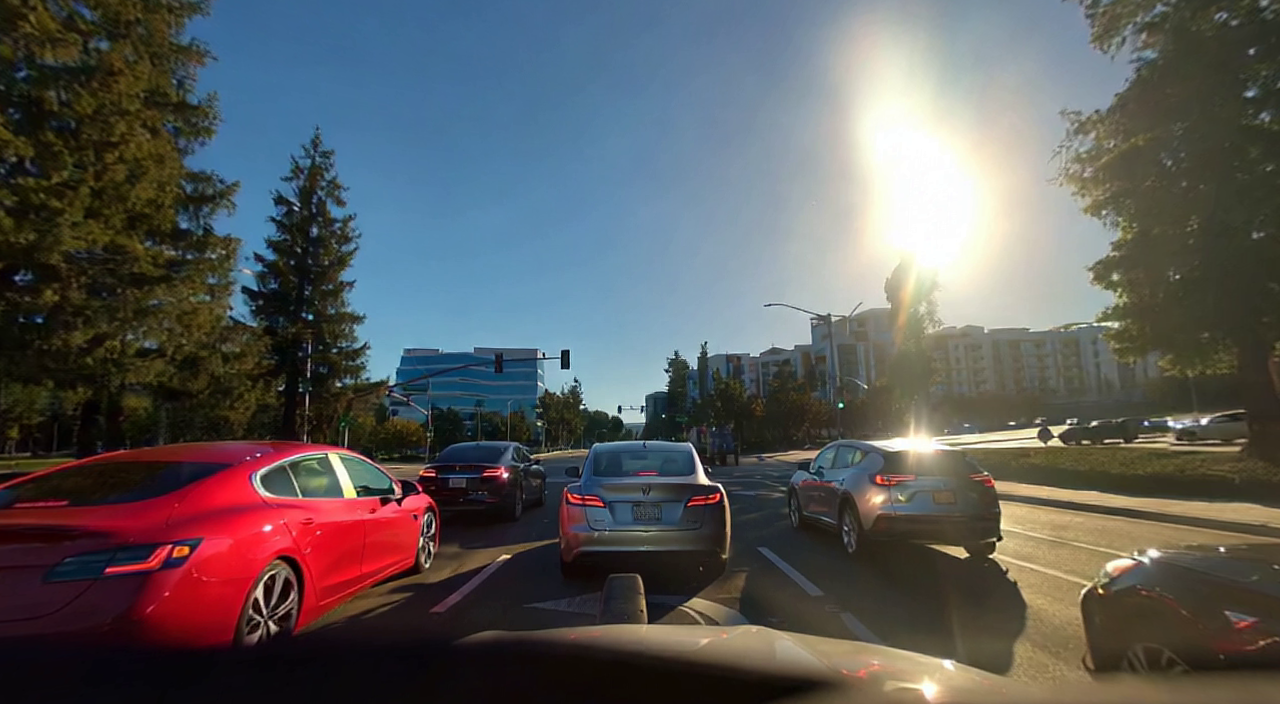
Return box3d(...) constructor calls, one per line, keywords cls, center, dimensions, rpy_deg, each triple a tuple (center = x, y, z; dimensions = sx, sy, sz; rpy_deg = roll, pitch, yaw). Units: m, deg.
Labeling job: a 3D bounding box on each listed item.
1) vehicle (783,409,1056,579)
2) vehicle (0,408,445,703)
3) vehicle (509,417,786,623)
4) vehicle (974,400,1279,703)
box3d(cls="vehicle", center=(3.418, 1.804, 8.736), dimensions=(1.938, 1.732, 4.006), rpy_deg=(2, -9, 0))
box3d(cls="vehicle", center=(-3.081, 1.271, 4.404), dimensions=(2.015, 1.478, 4.407), rpy_deg=(0, -8, 0))
box3d(cls="vehicle", center=(0.024, 1.614, 7.061), dimensions=(2.144, 1.563, 4.218), rpy_deg=(0, -8, -1))
box3d(cls="vehicle", center=(3.314, 0.897, 2.007), dimensions=(1.951, 1.522, 4.614), rpy_deg=(0, -9, 0))
